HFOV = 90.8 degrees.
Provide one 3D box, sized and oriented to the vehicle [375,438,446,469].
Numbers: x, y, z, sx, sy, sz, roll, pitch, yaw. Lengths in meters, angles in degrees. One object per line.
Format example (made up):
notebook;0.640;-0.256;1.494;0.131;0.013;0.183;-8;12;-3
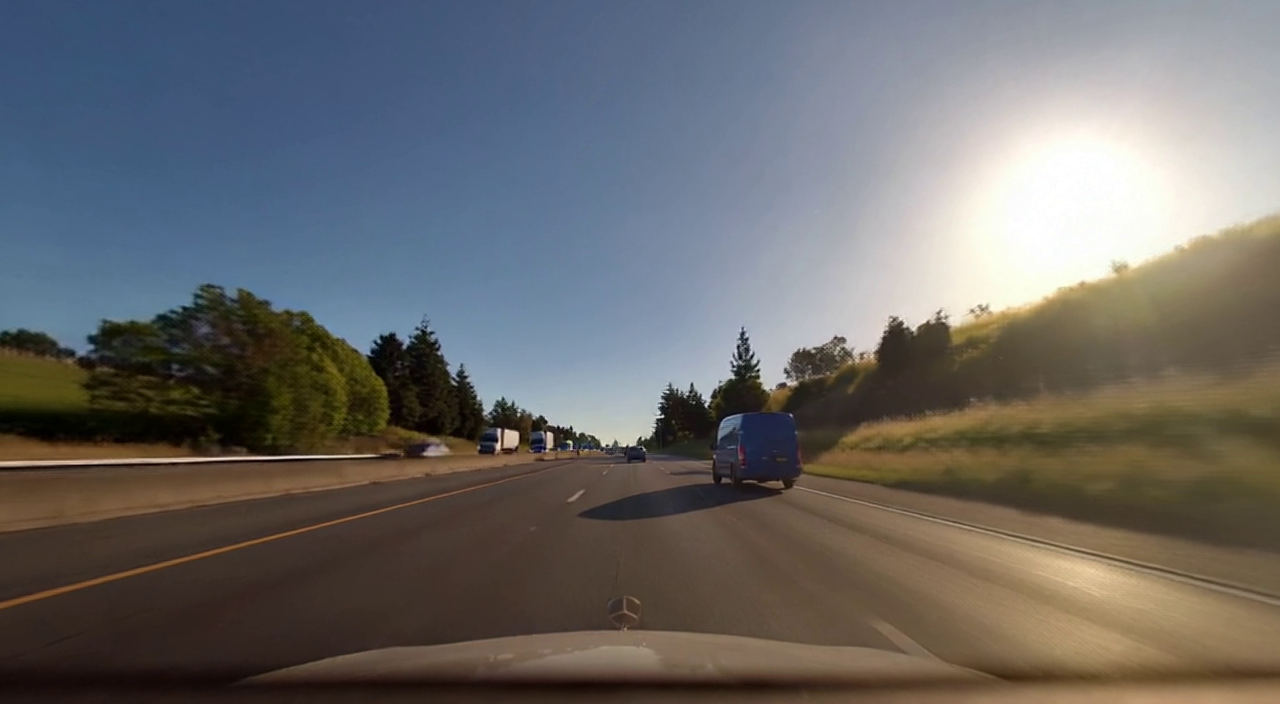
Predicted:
vehicle;-11.672;5.208;32.424;2.045;1.472;4.396;0;-9;0

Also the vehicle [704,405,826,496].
vehicle;3.833;3.267;21.035;2.552;2.524;6.630;0;-9;-1
